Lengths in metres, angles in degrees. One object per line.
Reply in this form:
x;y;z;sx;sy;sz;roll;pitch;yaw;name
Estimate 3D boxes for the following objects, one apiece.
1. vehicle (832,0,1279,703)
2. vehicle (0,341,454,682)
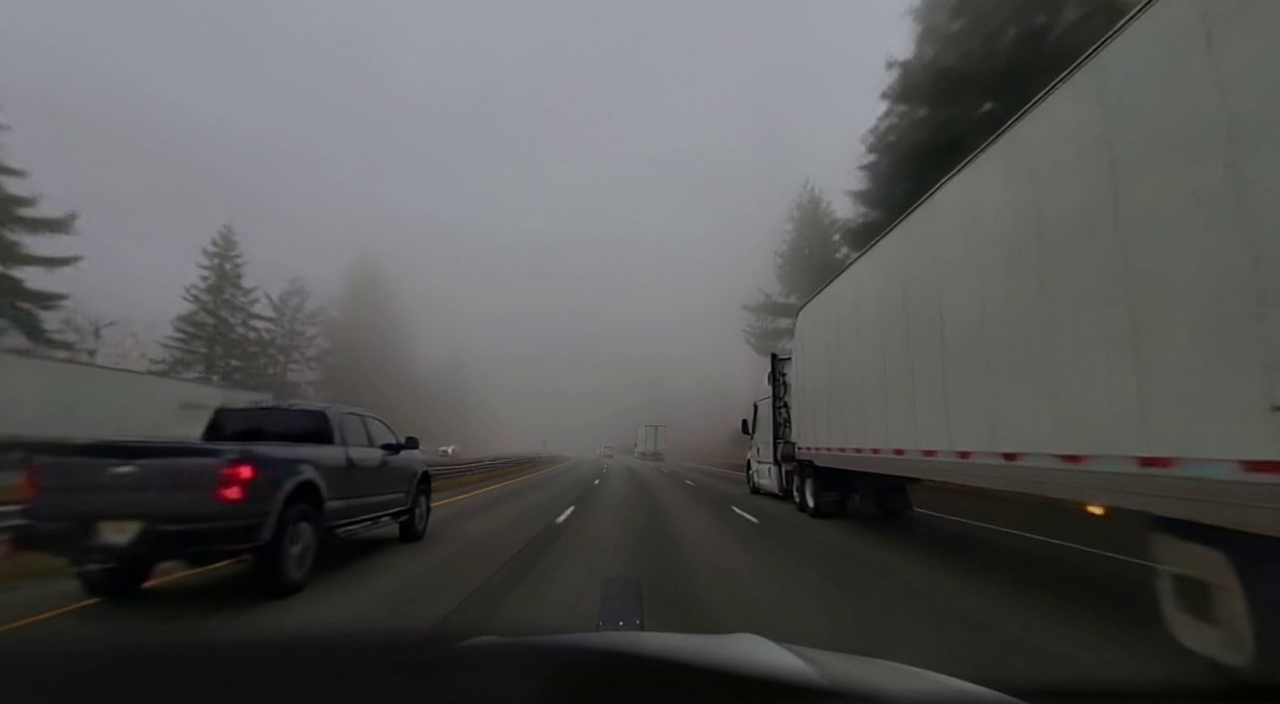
4.282;0.144;5.071;2.826;4.035;8.369;0;-9;0;vehicle
-3.749;1.282;6.152;2.337;1.942;4.984;0;-9;0;vehicle
